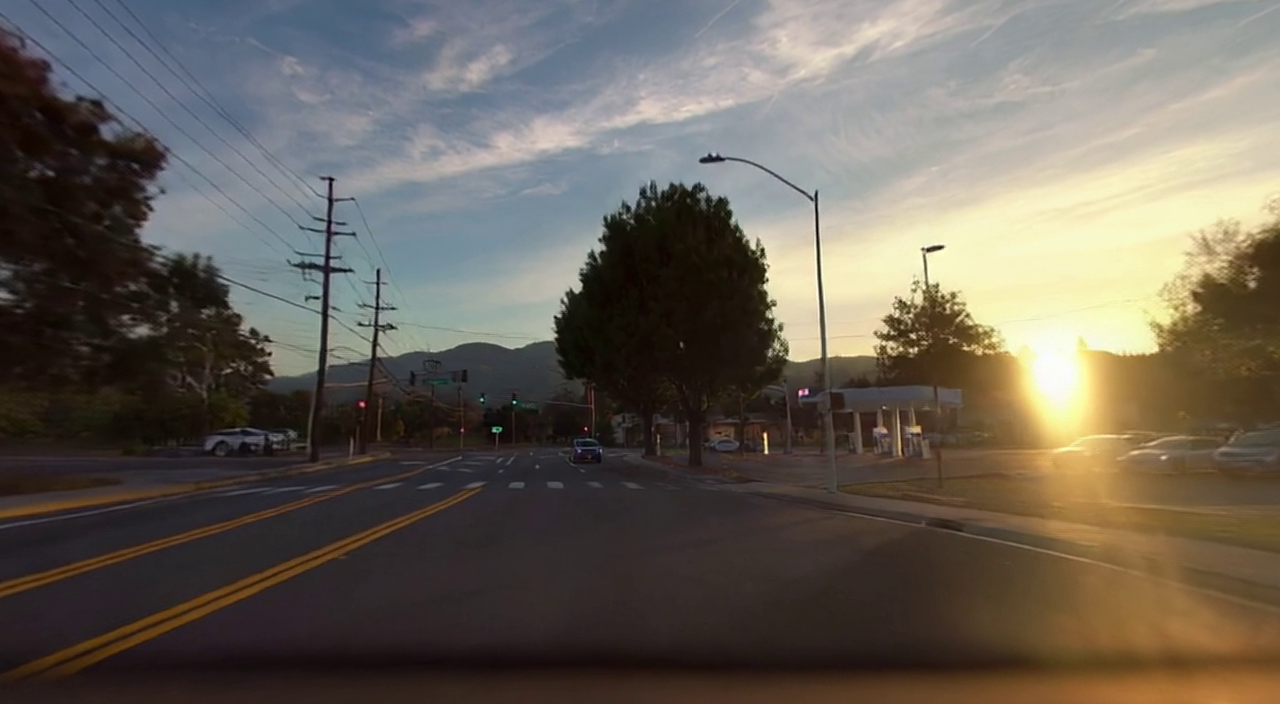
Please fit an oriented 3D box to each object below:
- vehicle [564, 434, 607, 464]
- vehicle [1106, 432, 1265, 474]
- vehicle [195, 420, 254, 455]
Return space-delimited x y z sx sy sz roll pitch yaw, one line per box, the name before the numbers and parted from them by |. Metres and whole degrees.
vehicle | -3.638 6.401 41.436 2.300 1.868 4.690 2 -9 -11
vehicle | 20.393 3.782 23.534 4.661 1.476 1.943 2 -9 -12
vehicle | -31.043 6.435 46.903 2.427 2.514 2.560 -4 -10 23
